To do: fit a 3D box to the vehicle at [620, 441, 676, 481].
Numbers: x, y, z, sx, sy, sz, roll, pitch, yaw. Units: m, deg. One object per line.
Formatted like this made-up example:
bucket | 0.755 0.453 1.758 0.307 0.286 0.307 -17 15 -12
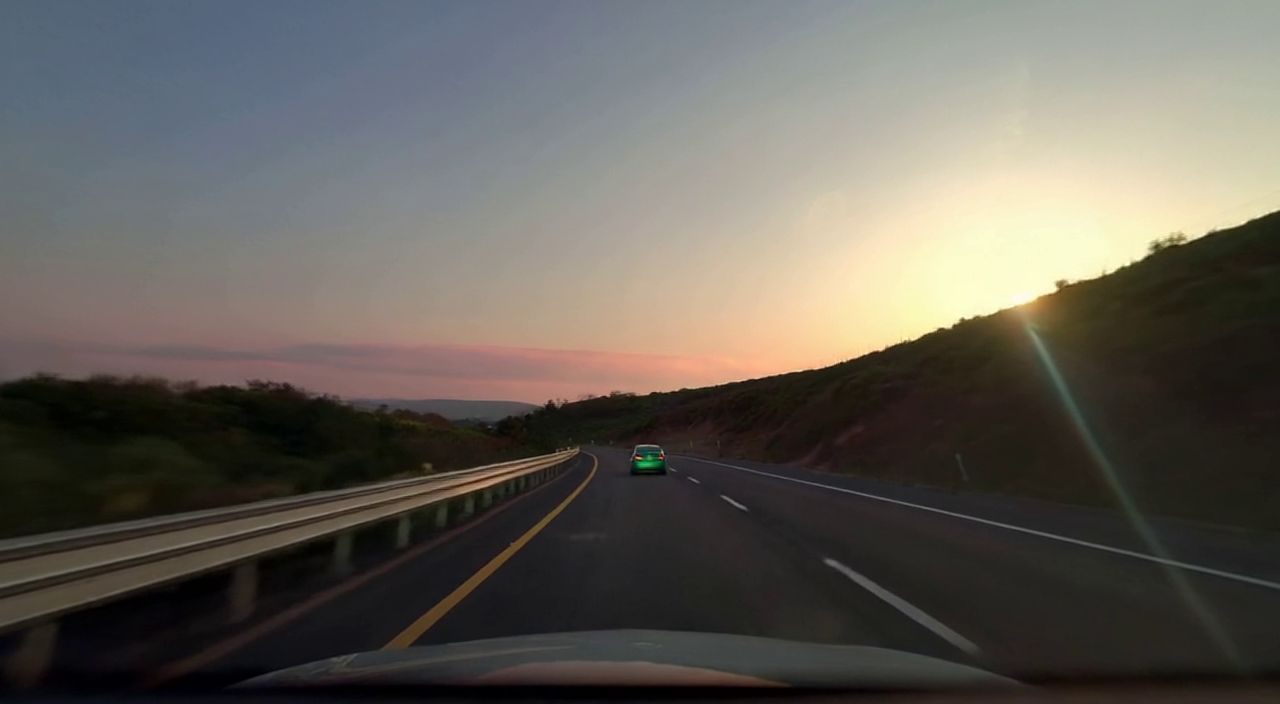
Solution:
vehicle | 0.245 4.482 26.204 2.029 1.474 4.183 0 -9 -3
